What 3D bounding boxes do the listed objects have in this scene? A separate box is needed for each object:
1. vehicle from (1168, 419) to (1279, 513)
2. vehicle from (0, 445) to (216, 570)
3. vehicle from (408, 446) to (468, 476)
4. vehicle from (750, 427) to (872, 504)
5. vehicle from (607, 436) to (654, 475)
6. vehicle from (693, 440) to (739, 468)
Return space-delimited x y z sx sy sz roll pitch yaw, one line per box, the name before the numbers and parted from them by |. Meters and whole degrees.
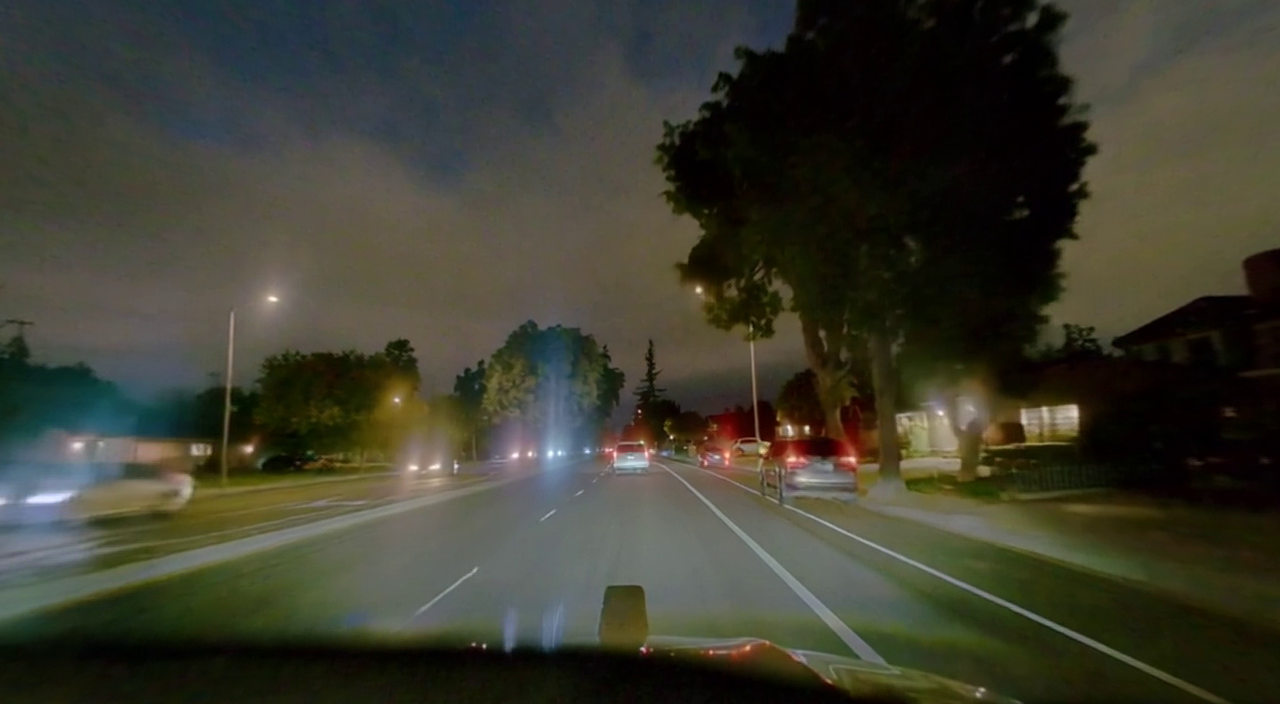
vehicle | 12.206 1.947 10.976 4.297 1.478 1.866 0 -8 0
vehicle | -8.778 2.127 9.285 2.063 1.493 4.447 0 -8 -2
vehicle | -11.456 6.176 36.078 1.914 1.476 4.702 -3 -8 0
vehicle | 4.144 2.818 16.049 1.992 1.695 4.101 0 -8 1
vehicle | -0.417 4.766 29.310 2.024 1.655 4.301 0 -8 0
vehicle | 4.406 5.994 37.158 2.020 1.518 4.255 0 -8 -2
